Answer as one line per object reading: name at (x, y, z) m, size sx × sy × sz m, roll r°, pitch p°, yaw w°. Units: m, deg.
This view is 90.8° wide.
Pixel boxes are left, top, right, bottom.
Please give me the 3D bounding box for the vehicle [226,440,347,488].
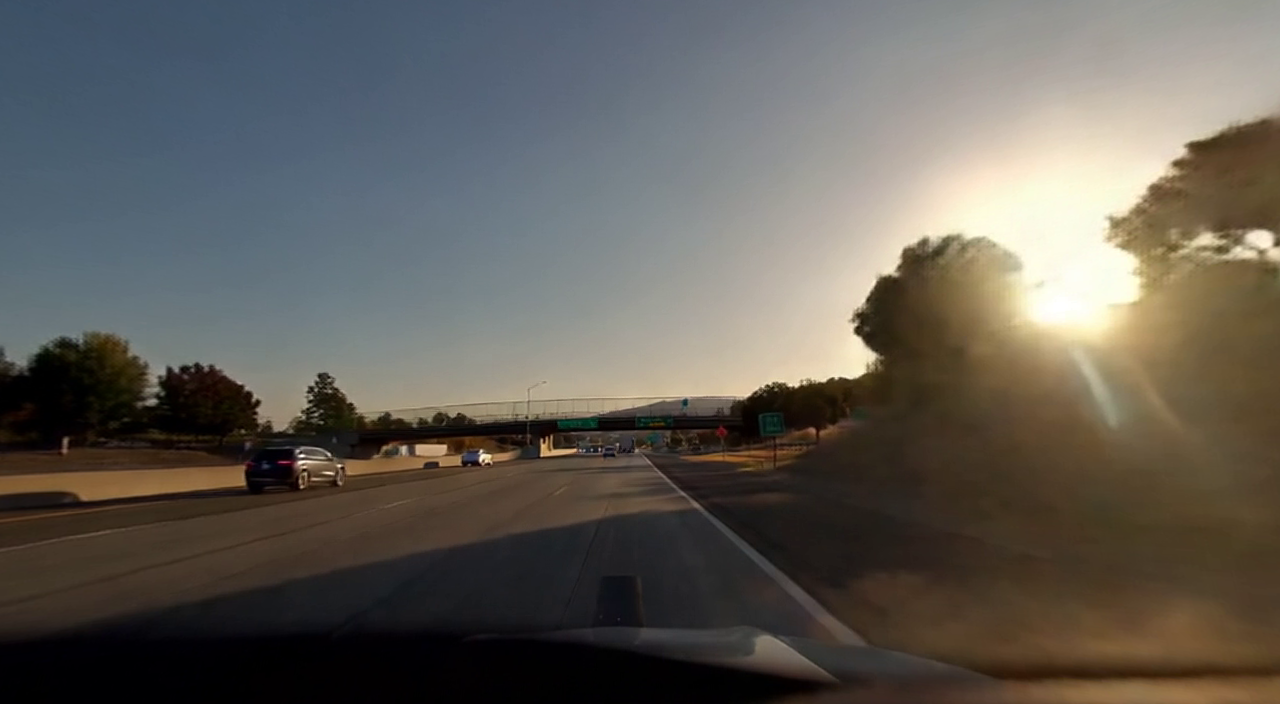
vehicle at (-14.536, 4.629, 26.446) m, size 2.049 × 1.792 × 5.177 m, roll 0°, pitch -9°, yaw 0°
